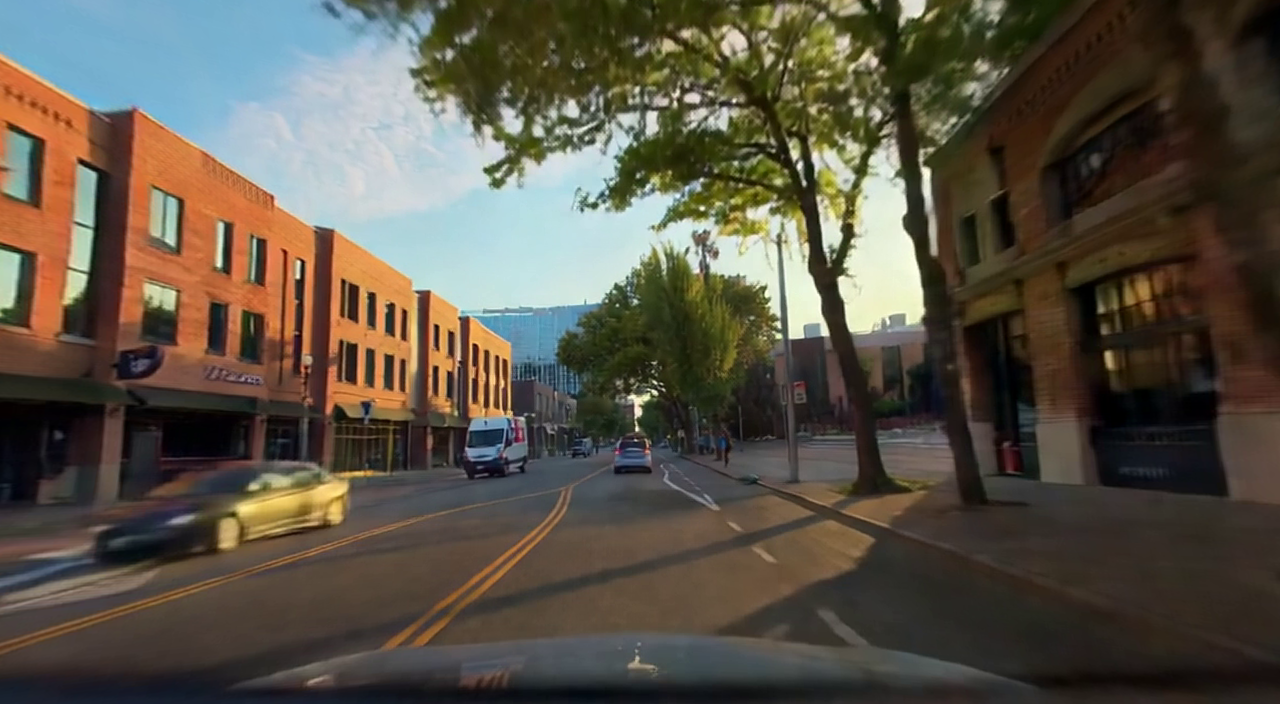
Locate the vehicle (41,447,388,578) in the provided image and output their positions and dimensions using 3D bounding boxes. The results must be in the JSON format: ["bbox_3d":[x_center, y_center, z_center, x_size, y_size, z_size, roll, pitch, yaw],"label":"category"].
[{"bbox_3d":[-5.837,2.193,9.570,2.039,1.484,4.391,-1,-8,3],"label":"vehicle"}]

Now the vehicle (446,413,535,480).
[{"bbox_3d":[-7.542,4.905,32.935,2.754,3.065,7.103,0,-8,1],"label":"vehicle"}]

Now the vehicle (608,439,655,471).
[{"bbox_3d":[-0.369,5.540,34.092,2.356,1.572,4.810,0,-8,1],"label":"vehicle"}]
